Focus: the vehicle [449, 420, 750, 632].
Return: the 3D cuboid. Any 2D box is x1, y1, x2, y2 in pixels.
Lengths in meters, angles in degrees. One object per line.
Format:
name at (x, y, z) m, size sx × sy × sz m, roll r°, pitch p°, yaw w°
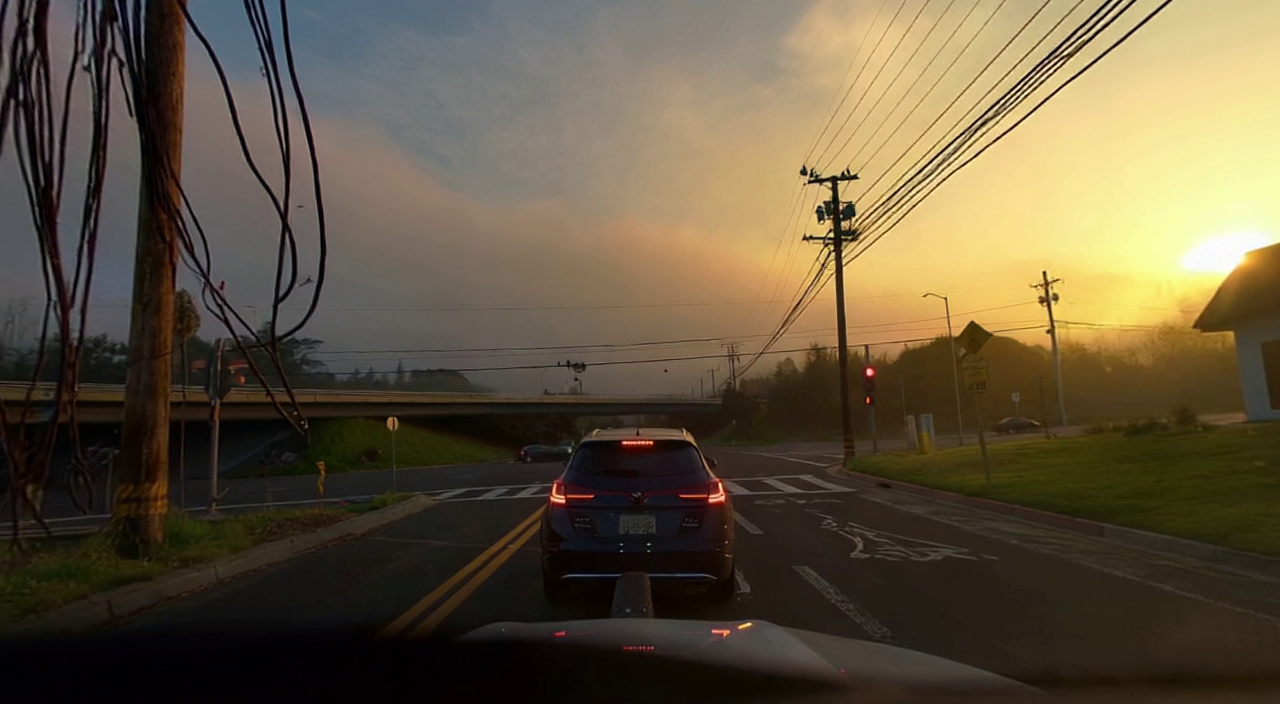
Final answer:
vehicle at (-0.246, 1.521, 6.469) m, size 2.090 × 1.458 × 4.033 m, roll -1°, pitch -9°, yaw 1°
